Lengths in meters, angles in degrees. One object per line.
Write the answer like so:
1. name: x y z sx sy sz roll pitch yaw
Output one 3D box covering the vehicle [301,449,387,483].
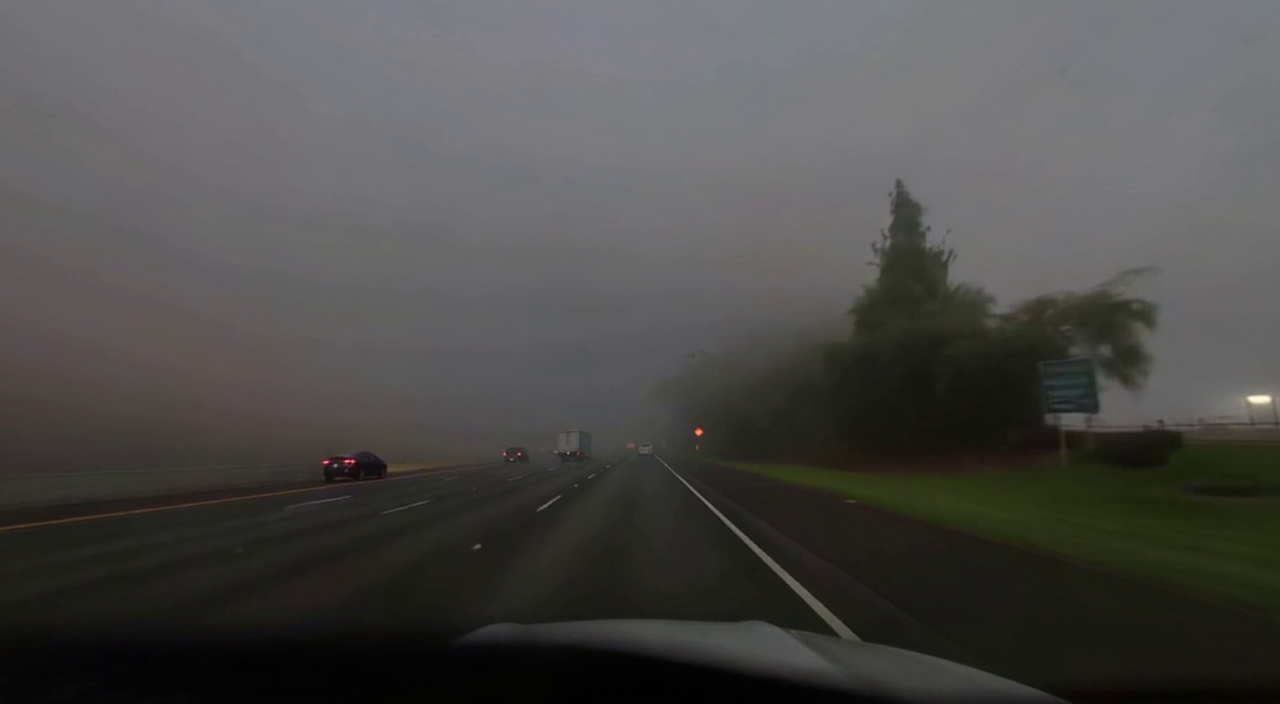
1. vehicle: -14.217 5.491 30.626 1.988 1.477 4.442 0 -8 1
